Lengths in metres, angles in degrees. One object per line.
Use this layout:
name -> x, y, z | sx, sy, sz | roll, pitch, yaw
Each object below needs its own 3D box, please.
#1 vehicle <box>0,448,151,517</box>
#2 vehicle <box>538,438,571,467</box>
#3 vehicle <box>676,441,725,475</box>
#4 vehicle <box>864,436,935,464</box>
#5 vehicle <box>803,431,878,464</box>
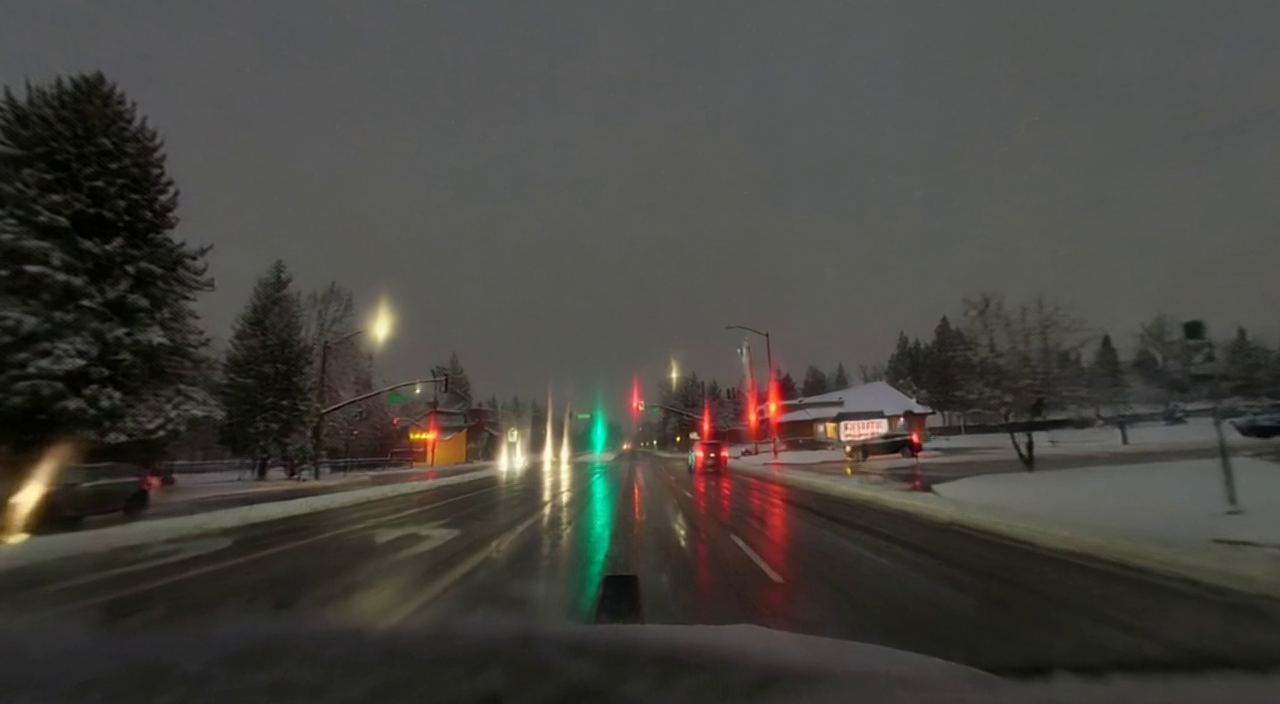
vehicle -> -18.588, 4.067, 20.303 | 2.026, 1.885, 4.539 | 0, -8, 0
vehicle -> -6.586, 7.637, 48.187 | 2.270, 2.068, 5.517 | 1, -8, -10
vehicle -> 3.008, 5.334, 32.121 | 1.961, 1.580, 4.020 | 0, -8, -2
vehicle -> 14.877, 5.606, 36.224 | 3.552, 1.484, 1.883 | 4, -9, -29
vehicle -> 13.262, 6.271, 41.604 | 5.115, 1.997, 2.279 | 6, -11, -42
